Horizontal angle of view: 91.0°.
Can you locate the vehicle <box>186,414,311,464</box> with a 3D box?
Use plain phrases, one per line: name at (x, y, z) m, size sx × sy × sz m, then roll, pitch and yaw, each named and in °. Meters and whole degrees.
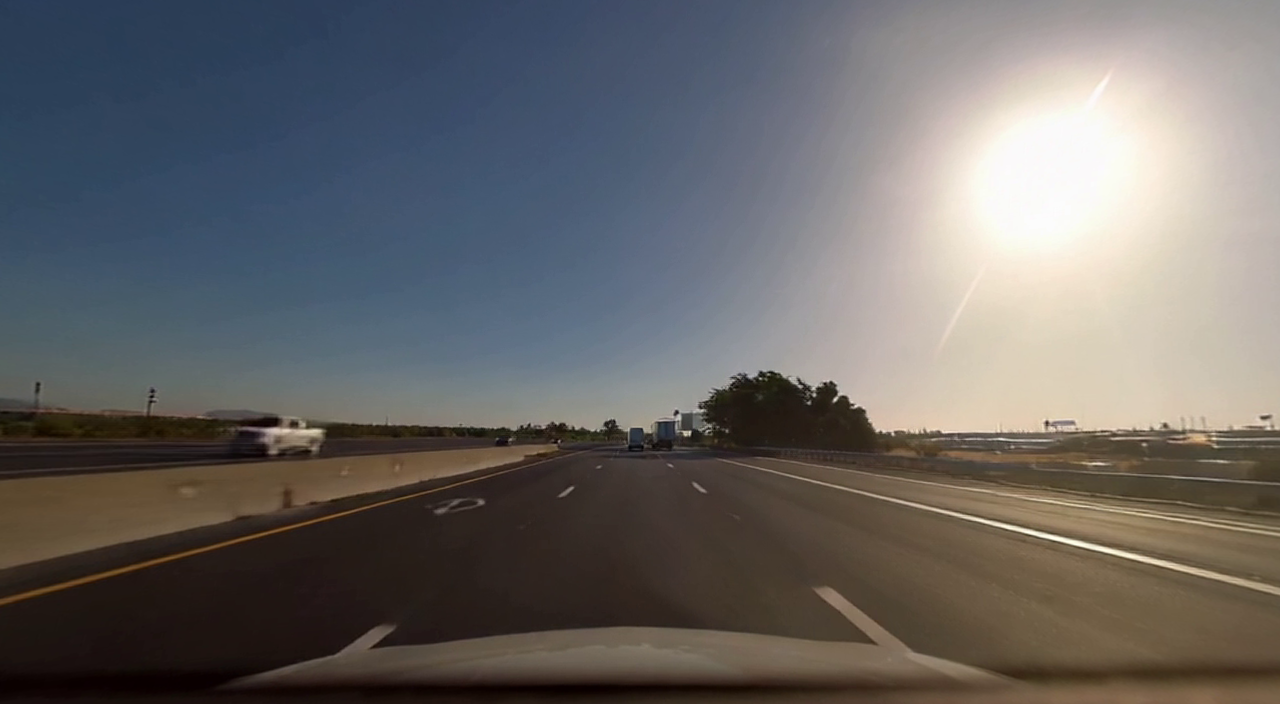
vehicle at (-16.342, 3.686, 26.693) m, size 2.101 × 1.902 × 4.985 m, roll -1°, pitch -8°, yaw 0°
